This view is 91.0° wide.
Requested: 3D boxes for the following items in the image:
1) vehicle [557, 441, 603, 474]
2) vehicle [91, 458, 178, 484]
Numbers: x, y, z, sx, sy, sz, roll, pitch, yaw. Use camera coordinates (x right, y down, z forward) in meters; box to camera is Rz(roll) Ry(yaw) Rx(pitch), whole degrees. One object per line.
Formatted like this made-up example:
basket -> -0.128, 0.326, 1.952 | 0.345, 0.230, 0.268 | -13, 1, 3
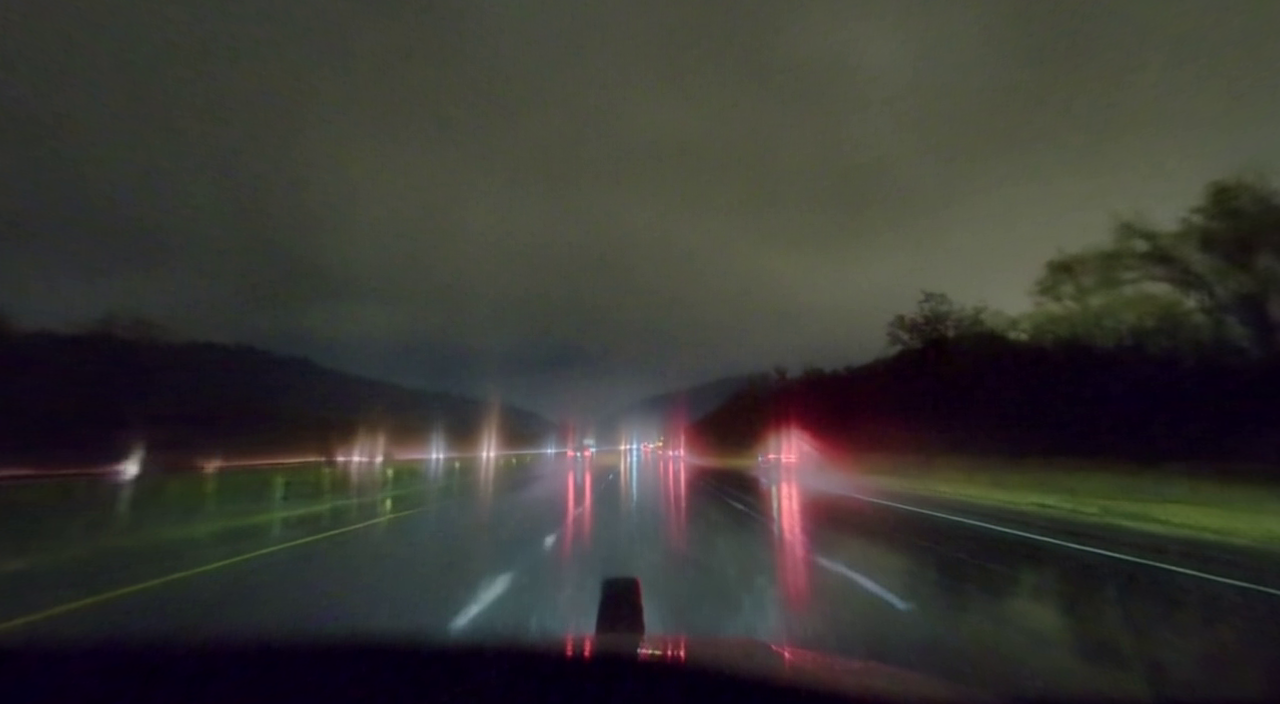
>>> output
vehicle -> -3.225, 5.767, 34.641 | 2.070, 1.707, 4.309 | 0, -9, 1
vehicle -> -32.688, 7.678, 40.875 | 1.849, 1.530, 4.531 | 0, -9, 0
